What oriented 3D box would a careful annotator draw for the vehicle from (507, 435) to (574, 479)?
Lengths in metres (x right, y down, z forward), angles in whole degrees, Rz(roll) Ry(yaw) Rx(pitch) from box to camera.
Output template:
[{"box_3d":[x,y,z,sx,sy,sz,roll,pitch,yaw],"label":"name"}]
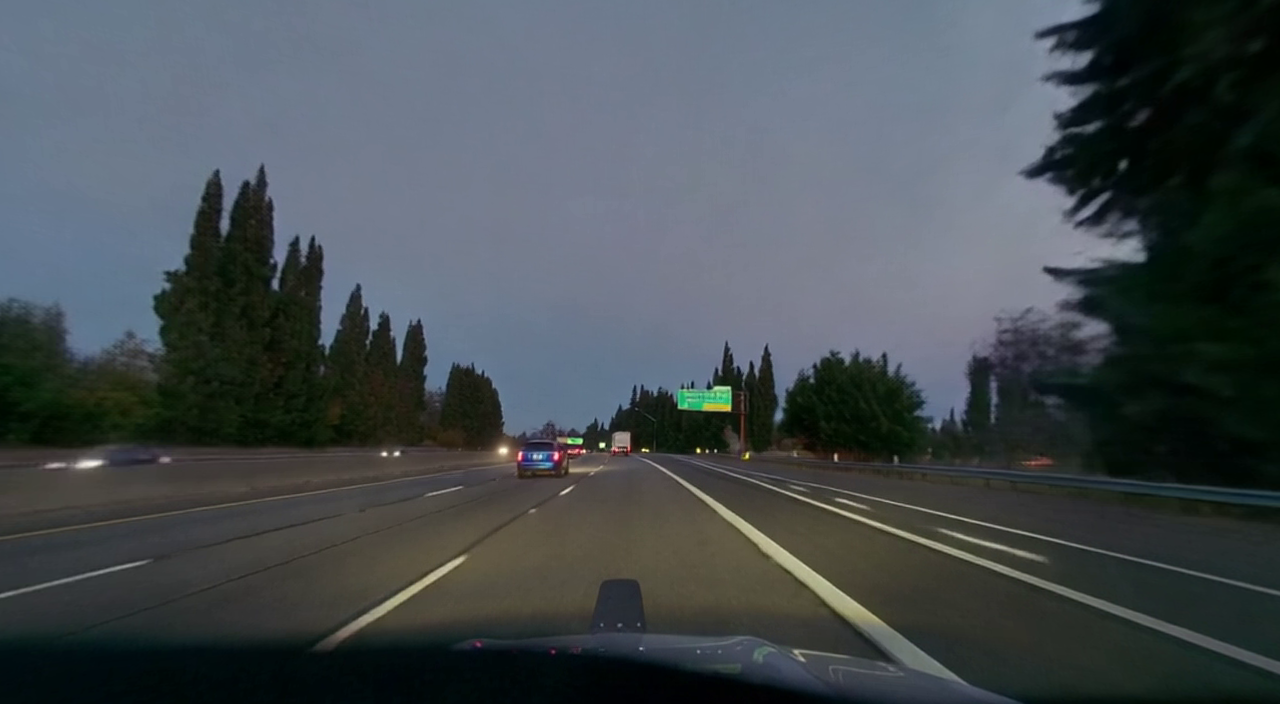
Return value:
[{"box_3d":[-4.144,4.458,27.071,2.162,1.724,4.537,0,-8,-1],"label":"vehicle"}]
